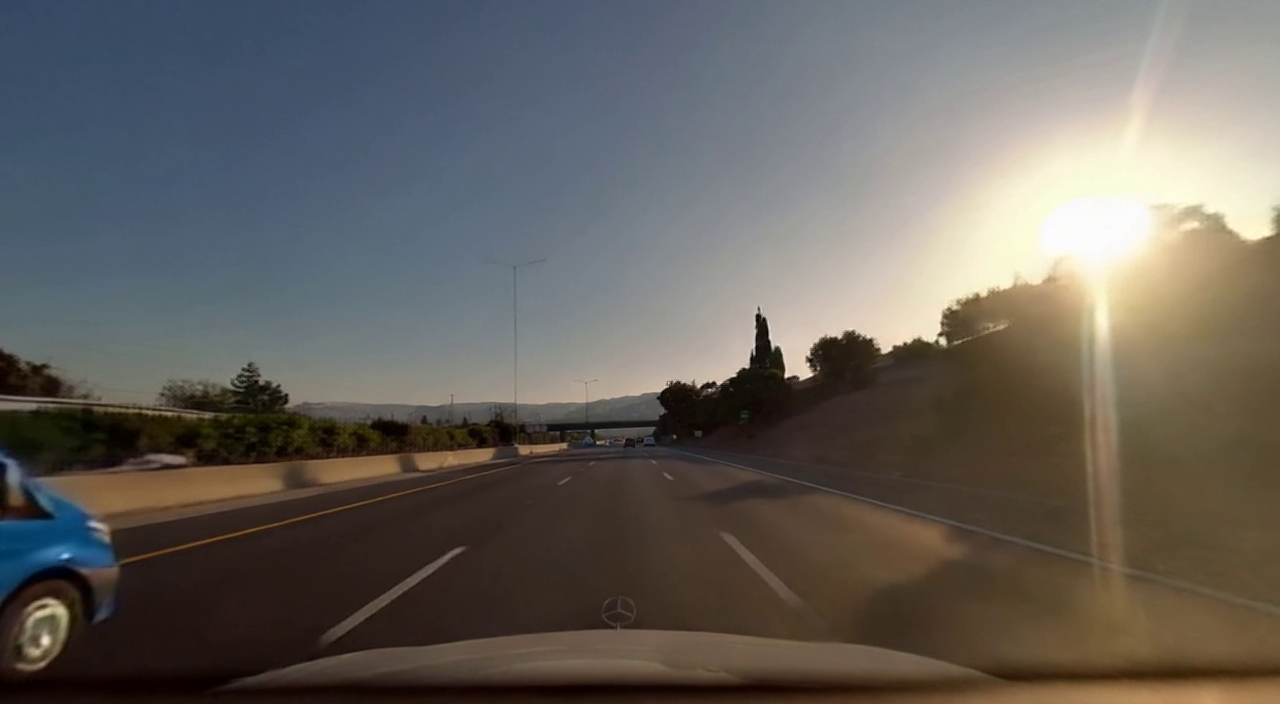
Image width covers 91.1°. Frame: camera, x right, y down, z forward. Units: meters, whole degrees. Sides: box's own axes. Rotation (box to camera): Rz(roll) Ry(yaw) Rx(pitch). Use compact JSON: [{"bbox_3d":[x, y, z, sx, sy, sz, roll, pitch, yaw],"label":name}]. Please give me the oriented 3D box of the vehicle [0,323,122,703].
[{"bbox_3d":[-4.155,0.556,1.300,2.104,1.860,4.853,0,-8,-2],"label":"vehicle"}]
